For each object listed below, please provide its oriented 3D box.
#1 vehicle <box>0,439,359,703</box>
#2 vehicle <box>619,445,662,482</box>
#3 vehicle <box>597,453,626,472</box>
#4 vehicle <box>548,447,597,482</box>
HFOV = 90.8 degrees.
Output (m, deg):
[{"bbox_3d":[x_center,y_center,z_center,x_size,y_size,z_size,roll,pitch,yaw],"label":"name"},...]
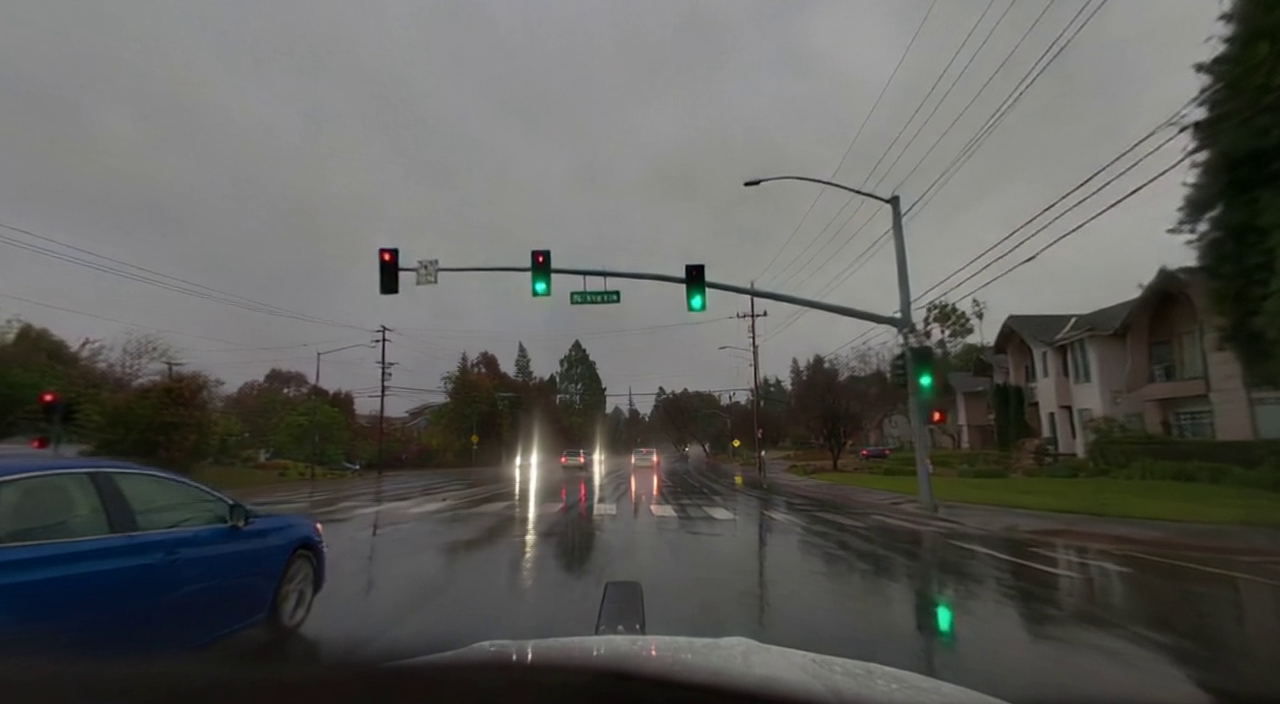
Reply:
[{"bbox_3d":[-3.570,1.215,3.578,1.901,1.409,4.442,0,-9,0],"label":"vehicle"},{"bbox_3d":[0.112,5.967,34.149,2.155,1.836,4.250,0,-9,2],"label":"vehicle"},{"bbox_3d":[-2.192,8.693,49.853,1.863,1.449,4.153,0,-9,4],"label":"vehicle"},{"bbox_3d":[-3.427,5.811,32.988,1.899,1.685,4.121,0,-9,3],"label":"vehicle"}]
